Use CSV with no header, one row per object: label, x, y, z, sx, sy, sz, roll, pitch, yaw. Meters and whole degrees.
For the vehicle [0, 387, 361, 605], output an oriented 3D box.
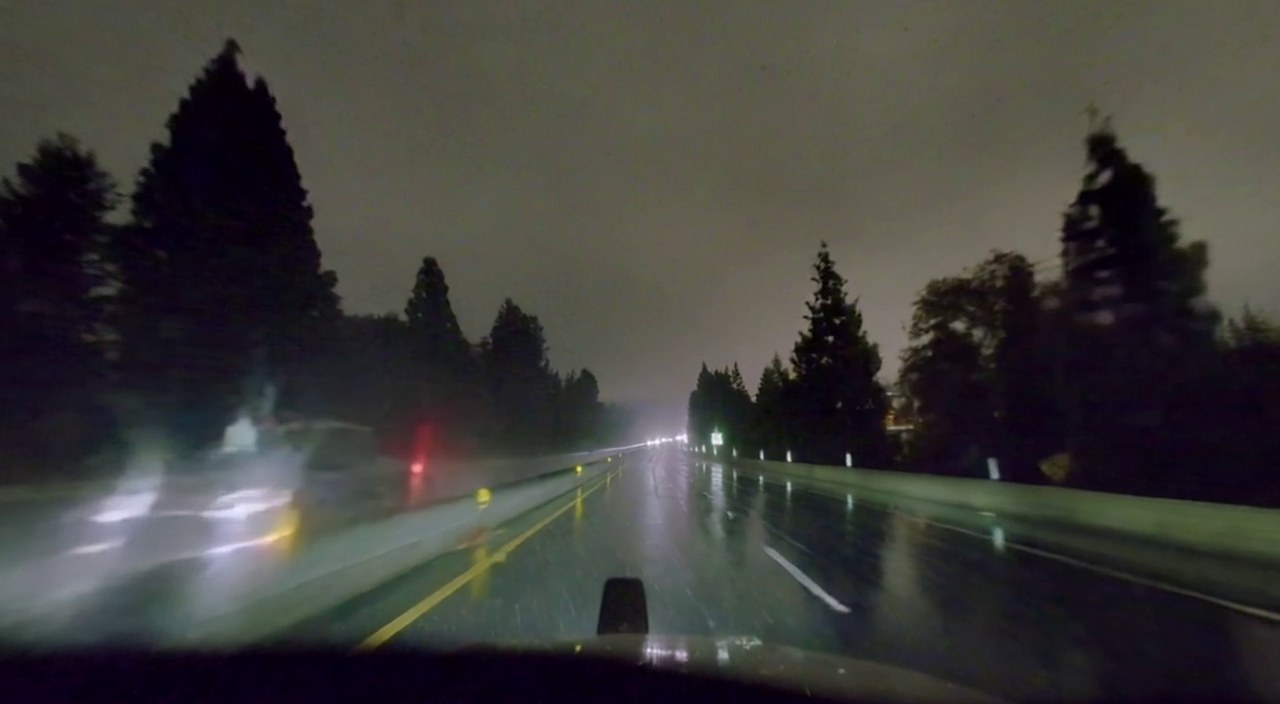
vehicle,-5.827,1.635,8.032,2.341,1.910,4.785,0,-9,0
